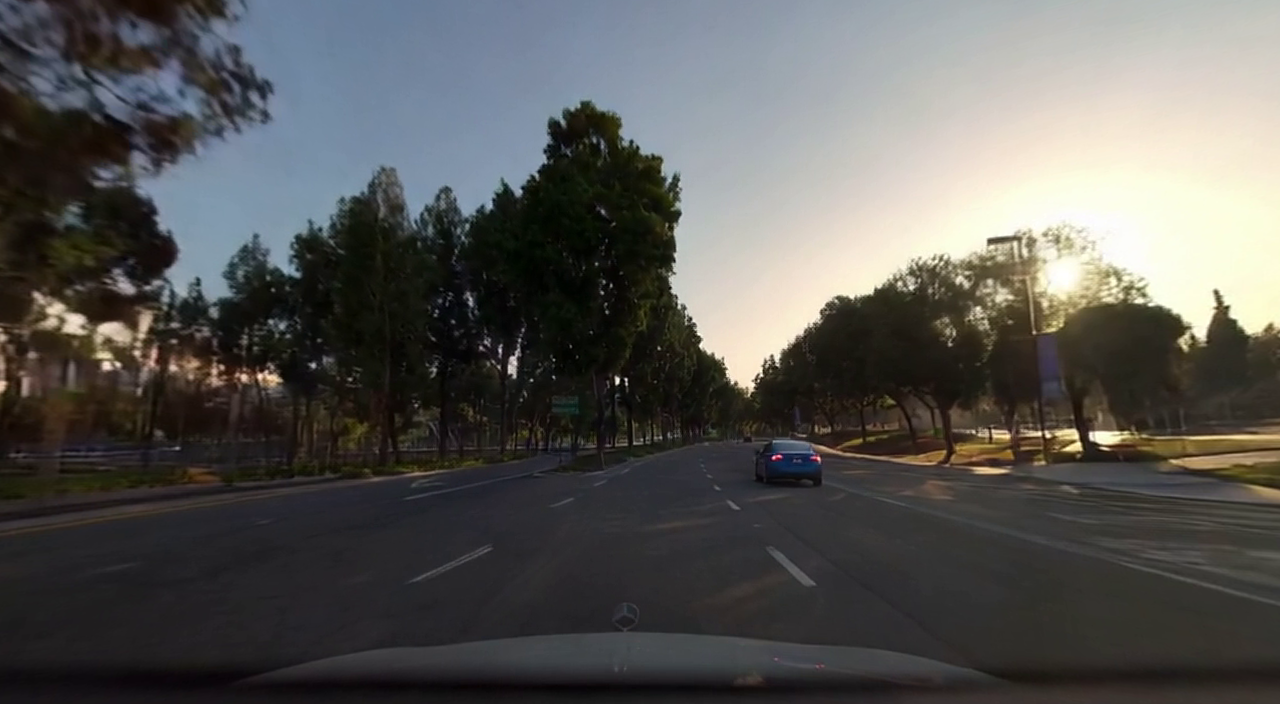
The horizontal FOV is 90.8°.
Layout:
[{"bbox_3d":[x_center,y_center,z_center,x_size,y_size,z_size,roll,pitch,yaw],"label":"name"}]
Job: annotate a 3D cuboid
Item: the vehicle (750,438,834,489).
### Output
[{"bbox_3d":[4.898,3.641,20.990,1.928,1.481,4.453,-1,-8,4],"label":"vehicle"}]
